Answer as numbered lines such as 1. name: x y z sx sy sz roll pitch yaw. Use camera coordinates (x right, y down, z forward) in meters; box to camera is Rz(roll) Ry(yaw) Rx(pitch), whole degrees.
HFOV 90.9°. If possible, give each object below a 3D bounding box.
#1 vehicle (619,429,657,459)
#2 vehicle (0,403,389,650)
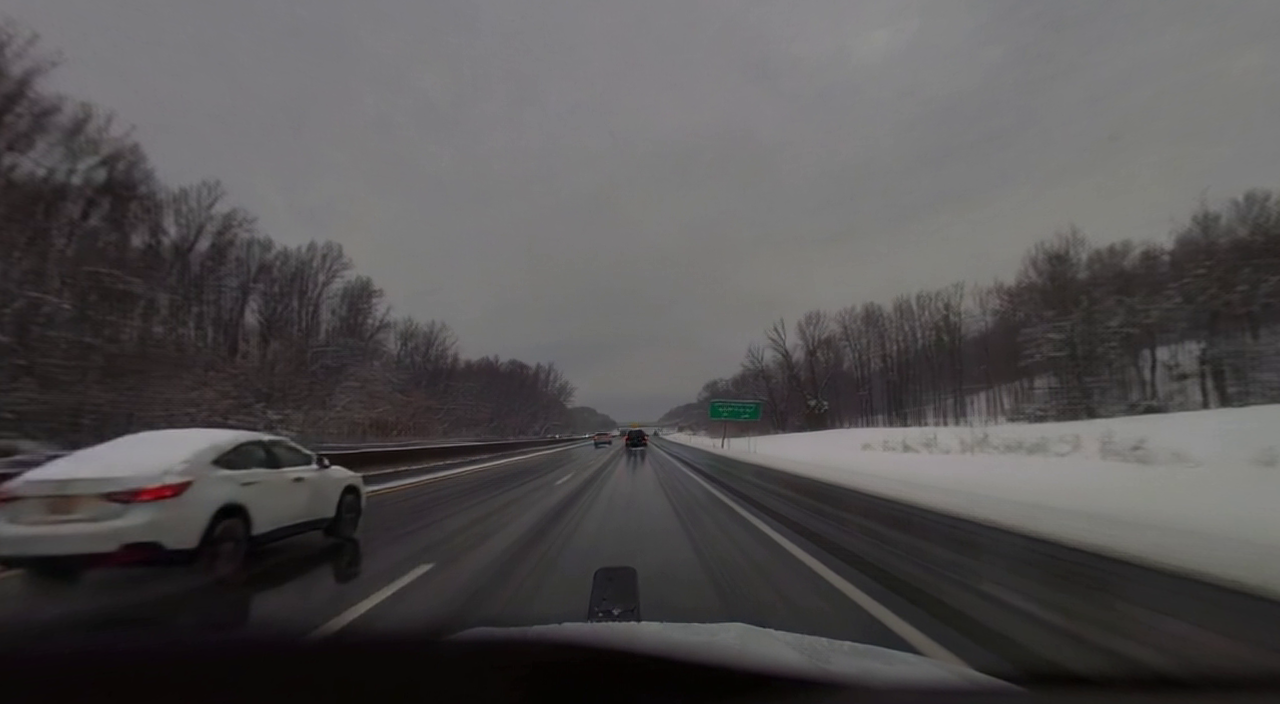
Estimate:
1. vehicle: -0.128 5.444 37.392 2.134 1.654 4.174 0 -8 0
2. vehicle: -4.204 1.337 5.928 2.030 1.491 4.046 0 -8 0
